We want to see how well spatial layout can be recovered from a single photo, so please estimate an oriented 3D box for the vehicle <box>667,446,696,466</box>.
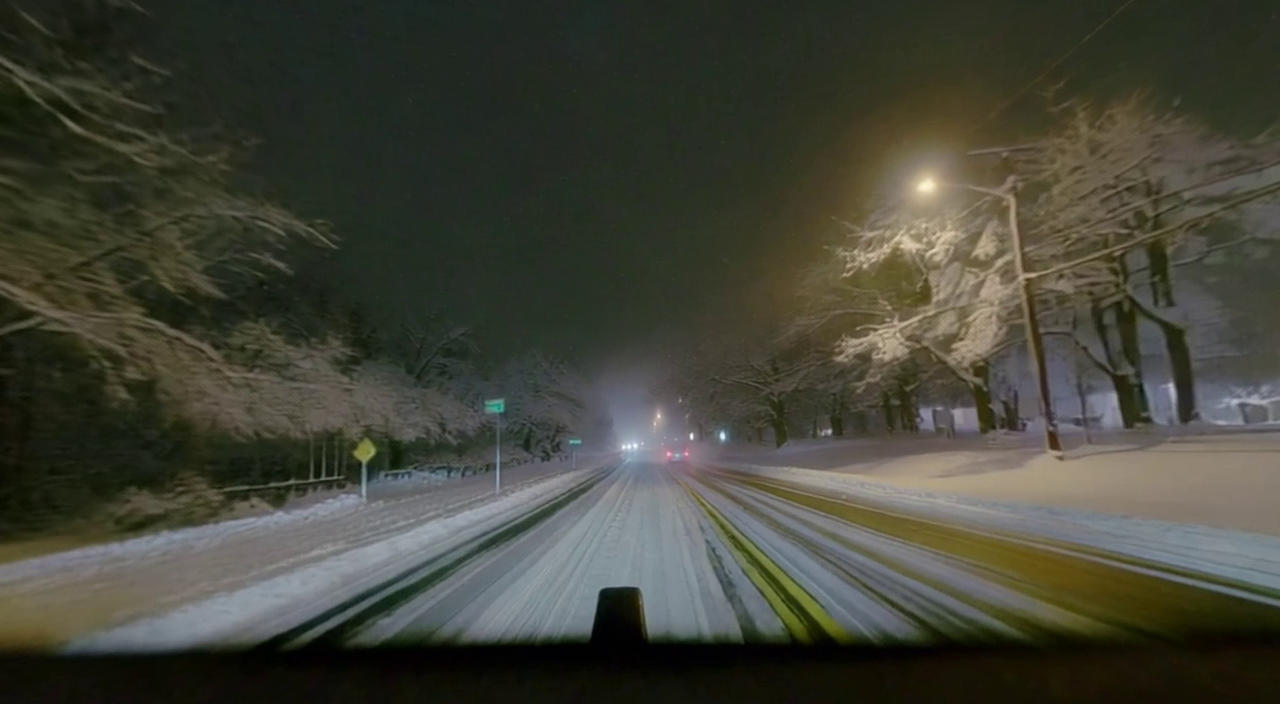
[{"bbox_3d":[3.199,8.100,49.547,1.925,1.488,4.271,0,-8,-1],"label":"vehicle"}]
